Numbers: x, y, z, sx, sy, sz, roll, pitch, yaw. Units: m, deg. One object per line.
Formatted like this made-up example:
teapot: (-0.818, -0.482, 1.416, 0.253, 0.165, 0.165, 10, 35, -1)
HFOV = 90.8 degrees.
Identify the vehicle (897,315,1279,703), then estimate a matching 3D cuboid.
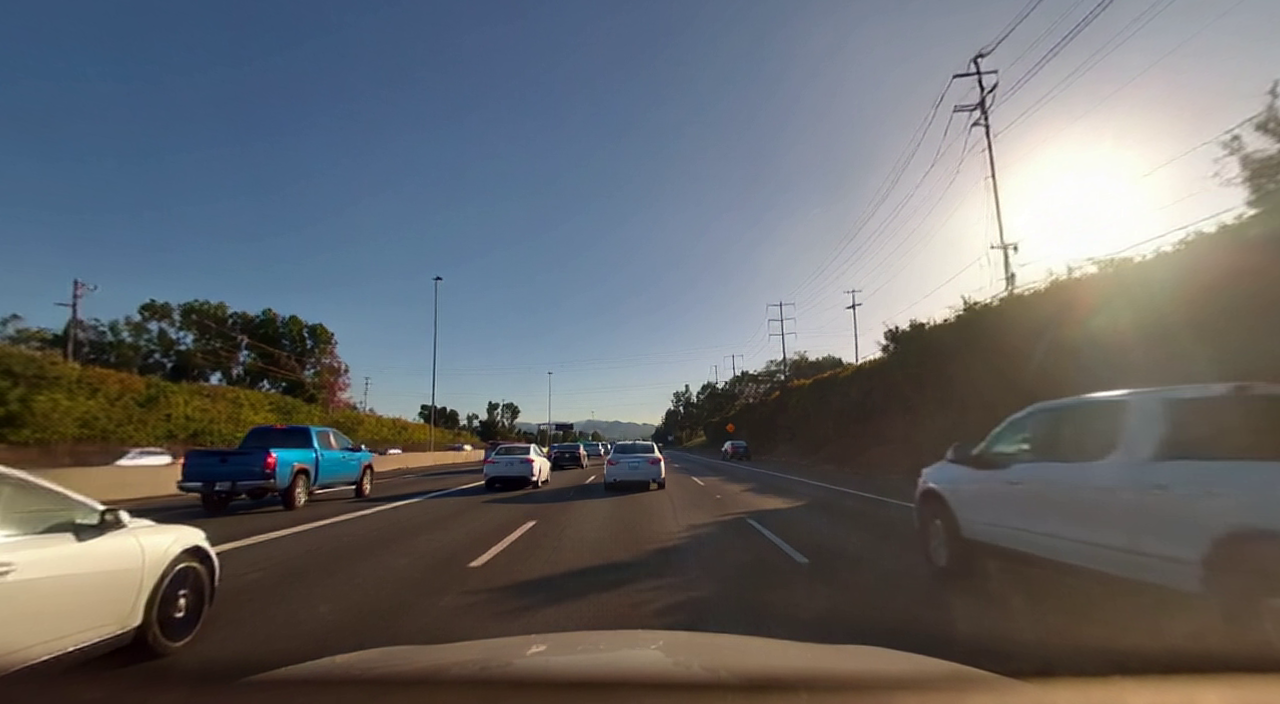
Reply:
vehicle: (3.697, 0.902, 3.646, 2.113, 1.800, 5.376, 0, -8, -1)

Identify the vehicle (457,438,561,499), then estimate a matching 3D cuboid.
vehicle: (-3.422, 3.114, 17.338, 1.899, 1.437, 4.131, 0, -8, 1)

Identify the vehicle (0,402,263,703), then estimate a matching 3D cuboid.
vehicle: (-3.799, 0.903, 2.312, 1.955, 1.481, 4.604, 0, -8, 1)

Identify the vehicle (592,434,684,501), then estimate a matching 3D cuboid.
vehicle: (-0.077, 2.978, 16.766, 2.102, 1.499, 4.439, 0, -8, -1)
